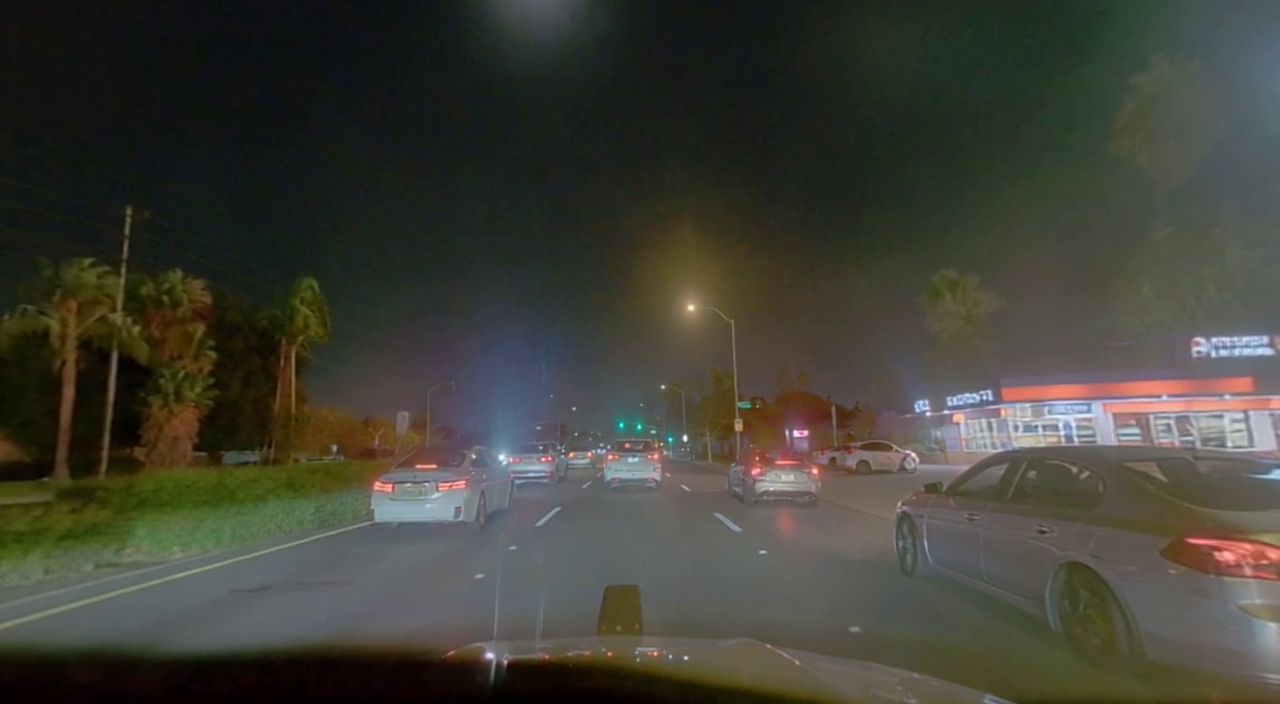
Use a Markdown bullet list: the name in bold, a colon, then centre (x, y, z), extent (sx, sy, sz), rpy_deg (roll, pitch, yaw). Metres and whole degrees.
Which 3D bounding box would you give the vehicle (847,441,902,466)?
- **vehicle**: centre (13.788, 5.980, 37.279), extent (1.833, 1.392, 3.588), rpy_deg (0, -8, -1)

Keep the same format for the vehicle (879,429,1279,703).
- **vehicle**: centre (3.612, 1.357, 4.697), extent (1.867, 1.448, 4.436), rpy_deg (0, -8, 0)

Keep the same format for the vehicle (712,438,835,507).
- **vehicle**: centre (3.147, 2.942, 15.911), extent (1.977, 1.480, 4.589), rpy_deg (0, -8, -2)

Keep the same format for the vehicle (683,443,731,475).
- **vehicle**: centre (3.367, 5.432, 32.226), extent (1.880, 1.476, 3.932), rpy_deg (0, -8, -2)

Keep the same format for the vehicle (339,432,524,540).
- **vehicle**: centre (-3.334, 2.201, 11.032), extent (1.864, 1.505, 4.202), rpy_deg (0, -8, -1)

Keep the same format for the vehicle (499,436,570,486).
- **vehicle**: centre (-3.859, 4.056, 23.799), extent (1.932, 1.695, 4.235), rpy_deg (0, -8, 0)

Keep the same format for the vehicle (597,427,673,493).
- **vehicle**: centre (-0.145, 3.384, 20.056), extent (2.164, 1.867, 4.254), rpy_deg (0, -8, 0)

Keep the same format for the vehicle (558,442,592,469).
- **vehicle**: centre (-4.127, 6.614, 40.454), extent (1.871, 1.673, 3.920), rpy_deg (0, -8, -1)
